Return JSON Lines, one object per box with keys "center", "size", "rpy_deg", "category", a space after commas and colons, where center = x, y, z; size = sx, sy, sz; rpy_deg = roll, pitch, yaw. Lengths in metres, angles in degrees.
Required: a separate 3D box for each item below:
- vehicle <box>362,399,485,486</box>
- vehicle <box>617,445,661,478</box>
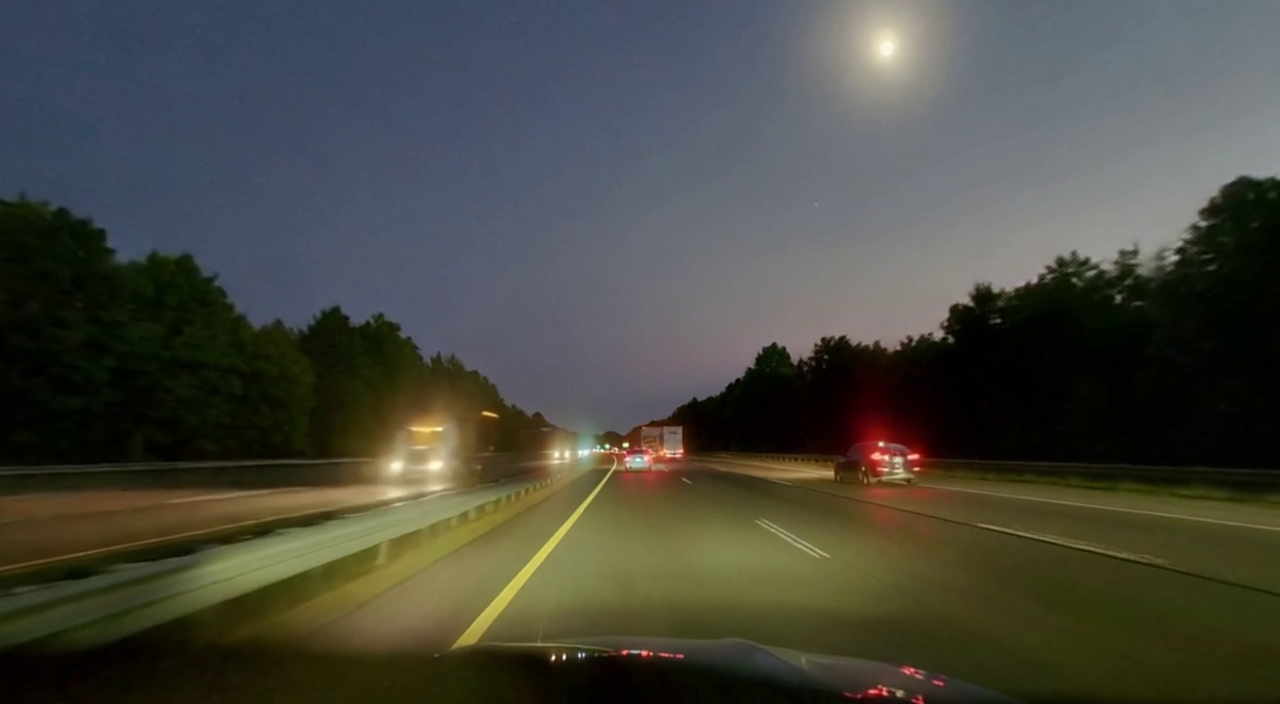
{"center": [-8.235, 3.619, 25.047], "size": [2.286, 2.908, 7.241], "rpy_deg": [0, -9, 0], "category": "vehicle"}
{"center": [-0.081, 5.457, 31.589], "size": [2.069, 1.523, 4.012], "rpy_deg": [0, -9, -1], "category": "vehicle"}
